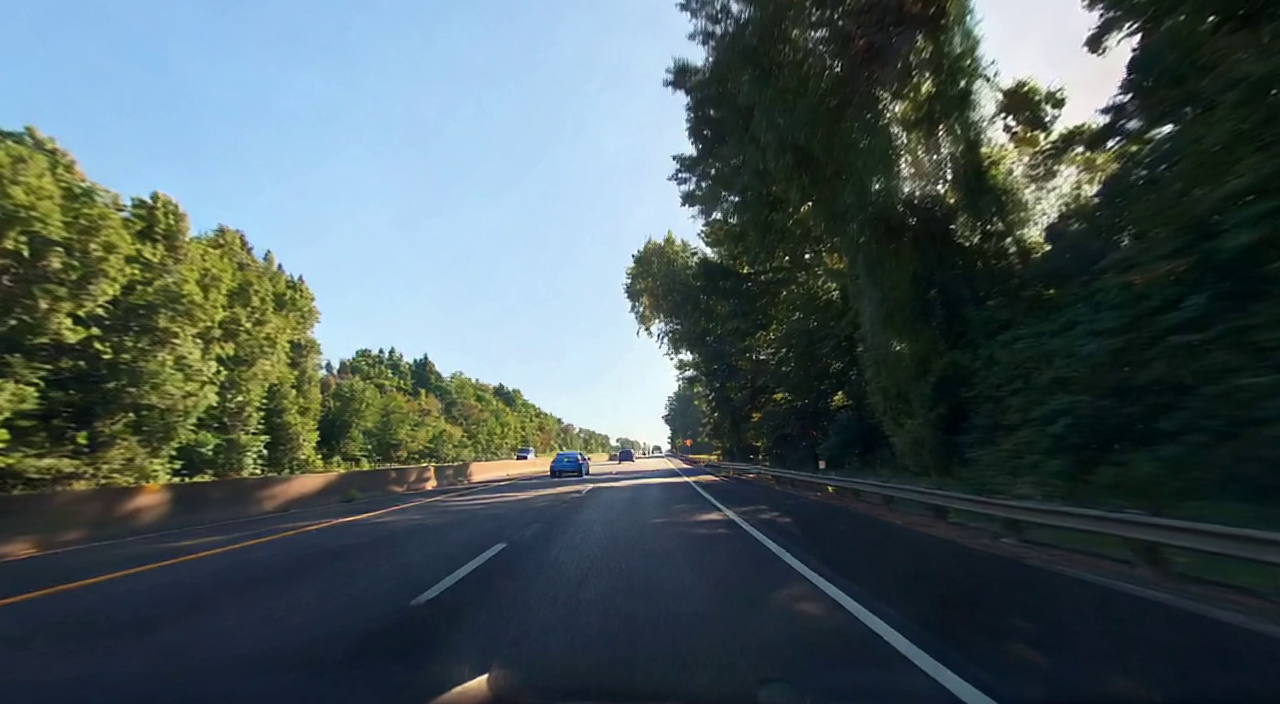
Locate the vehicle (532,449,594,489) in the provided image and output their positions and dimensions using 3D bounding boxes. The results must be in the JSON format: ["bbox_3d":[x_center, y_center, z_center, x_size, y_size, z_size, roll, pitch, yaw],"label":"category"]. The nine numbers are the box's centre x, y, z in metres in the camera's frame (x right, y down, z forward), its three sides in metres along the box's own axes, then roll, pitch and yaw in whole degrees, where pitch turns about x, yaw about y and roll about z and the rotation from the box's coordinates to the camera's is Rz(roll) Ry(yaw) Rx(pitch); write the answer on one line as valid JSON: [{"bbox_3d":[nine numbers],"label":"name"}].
[{"bbox_3d":[-3.013,4.685,25.541,1.917,1.450,3.997,0,-9,1],"label":"vehicle"}]
